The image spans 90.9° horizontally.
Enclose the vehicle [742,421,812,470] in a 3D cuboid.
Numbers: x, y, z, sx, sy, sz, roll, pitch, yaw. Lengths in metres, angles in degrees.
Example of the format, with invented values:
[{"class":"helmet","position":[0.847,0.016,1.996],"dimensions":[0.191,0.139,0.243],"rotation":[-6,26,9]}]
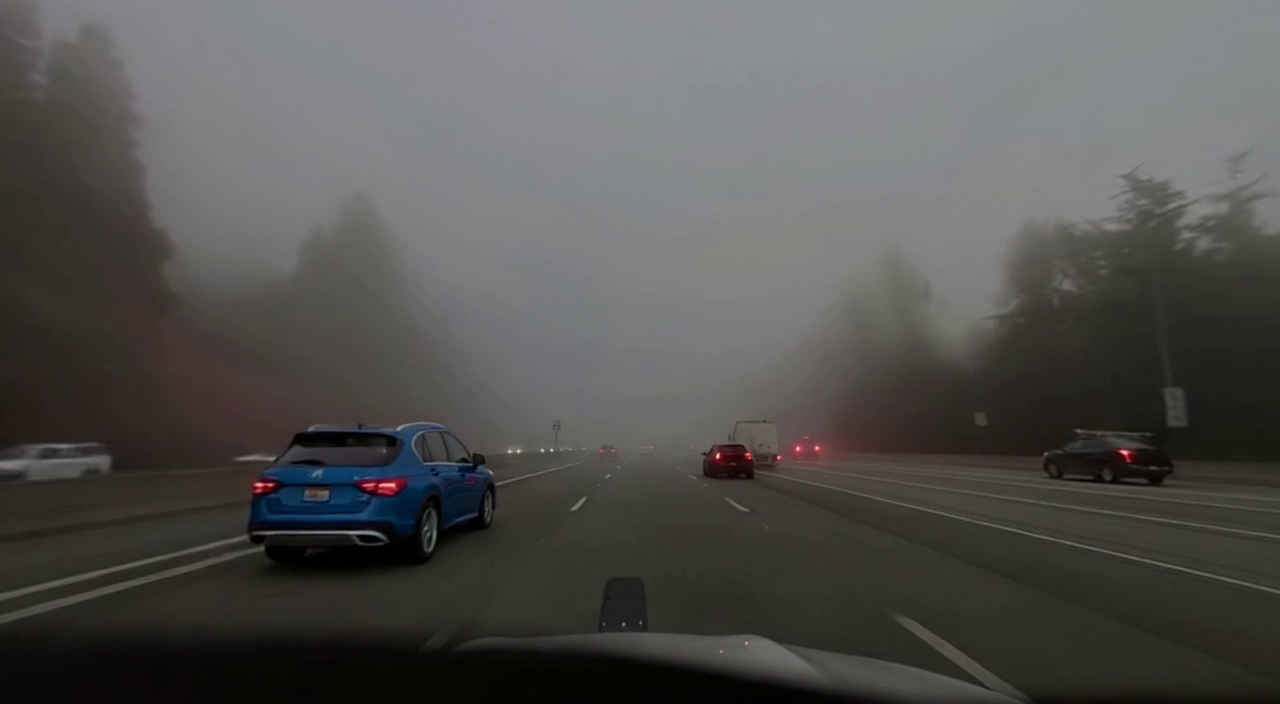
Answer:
[{"class":"vehicle","position":[7.830,5.418,36.629],"dimensions":[2.729,2.628,4.875],"rotation":[0,-9,-2]}]

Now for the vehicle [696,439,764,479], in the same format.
[{"class":"vehicle","position":[3.623,4.419,26.274],"dimensions":[2.080,1.493,4.674],"rotation":[0,-9,-1]}]

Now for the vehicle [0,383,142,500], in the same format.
[{"class":"vehicle","position":[-23.078,3.354,23.558],"dimensions":[3.009,3.917,6.945],"rotation":[0,-9,1]}]

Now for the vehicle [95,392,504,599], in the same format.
[{"class":"vehicle","position":[-3.514,1.627,8.109],"dimensions":[2.218,1.764,5.229],"rotation":[0,-9,2]}]

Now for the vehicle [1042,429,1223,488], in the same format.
[{"class":"vehicle","position":[18.914,4.119,24.740],"dimensions":[2.221,1.995,5.803],"rotation":[0,-9,-2]}]
